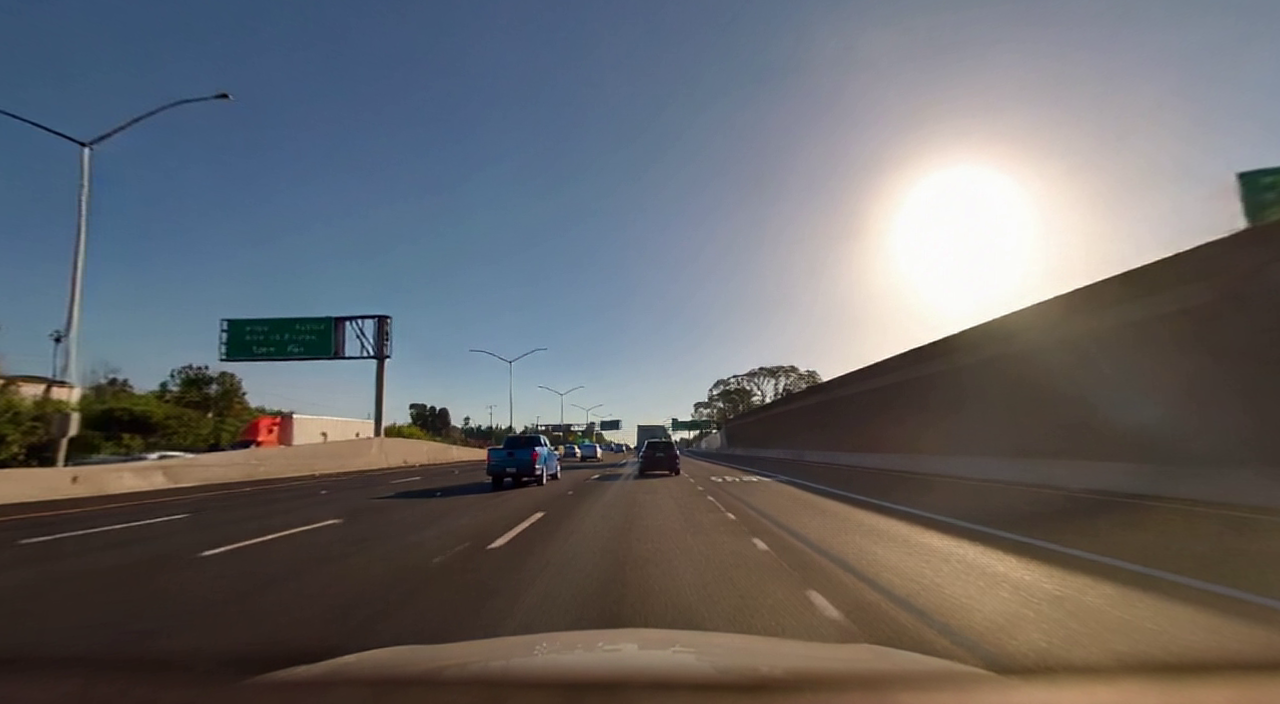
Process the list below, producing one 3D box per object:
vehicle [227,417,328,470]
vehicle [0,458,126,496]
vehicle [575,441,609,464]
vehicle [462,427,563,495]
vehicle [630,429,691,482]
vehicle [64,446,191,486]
[{"bbox_3d":[-28.180,7.224,49.632,3.011,3.821,8.088,0,-8,0],"label":"vehicle"},{"bbox_3d":[-24.538,5.271,26.896,1.840,1.373,3.920,0,-9,2],"label":"vehicle"},{"bbox_3d":[-3.388,7.180,45.212,1.961,1.591,4.756,0,-9,1],"label":"vehicle"},{"bbox_3d":[-3.691,3.273,19.320,1.954,1.792,5.187,0,-9,1],"label":"vehicle"},{"bbox_3d":[0.748,3.930,24.166,2.083,1.792,4.782,0,-9,1],"label":"vehicle"},{"bbox_3d":[-21.320,4.725,26.490,1.848,1.483,4.149,0,-9,0],"label":"vehicle"}]
